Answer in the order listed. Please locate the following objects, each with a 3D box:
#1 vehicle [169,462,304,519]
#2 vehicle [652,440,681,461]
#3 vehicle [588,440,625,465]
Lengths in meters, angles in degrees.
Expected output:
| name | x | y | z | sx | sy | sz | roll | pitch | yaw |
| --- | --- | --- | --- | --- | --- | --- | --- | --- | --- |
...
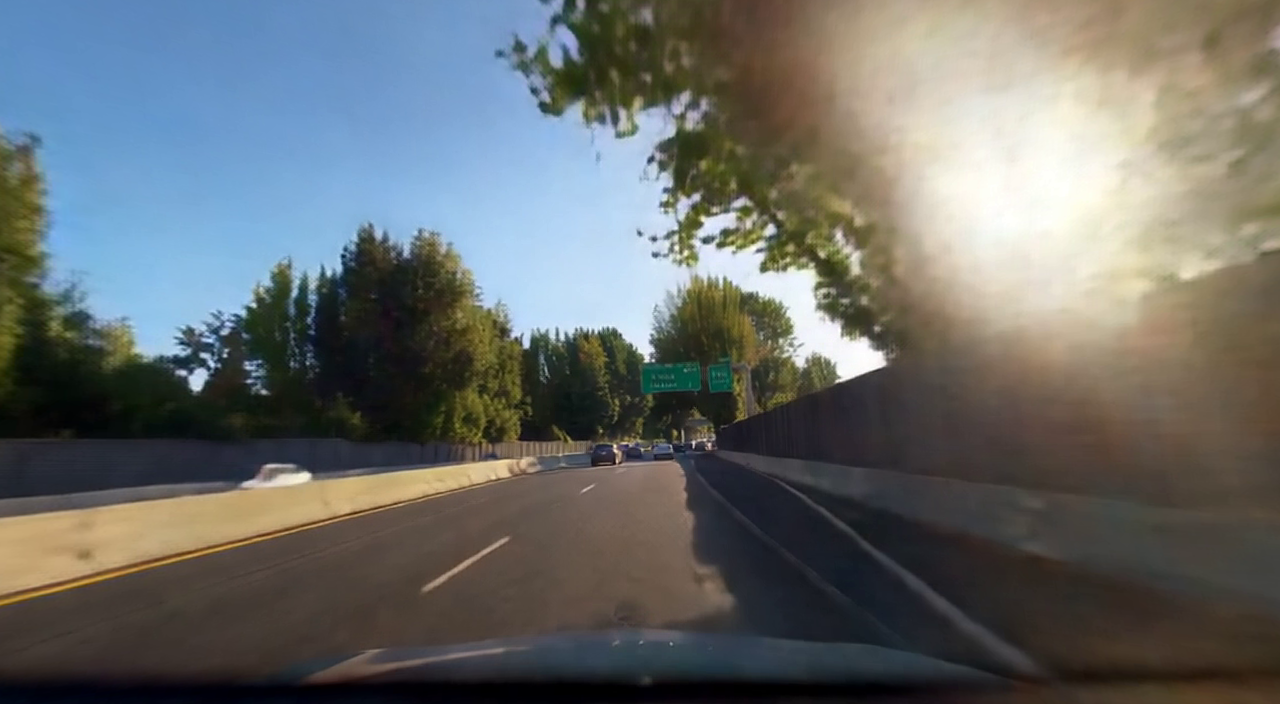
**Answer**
| name | x | y | z | sx | sy | sz | roll | pitch | yaw |
| --- | --- | --- | --- | --- | --- | --- | --- | --- | --- |
| vehicle | -14.173 | 4.833 | 22.454 | 1.870 | 1.674 | 4.218 | 0 | -8 | 2 |
| vehicle | 1.971 | 7.334 | 46.994 | 2.077 | 1.533 | 3.854 | -1 | -8 | 3 |
| vehicle | -2.137 | 6.585 | 41.500 | 1.985 | 1.518 | 3.847 | -1 | -8 | 4 |
